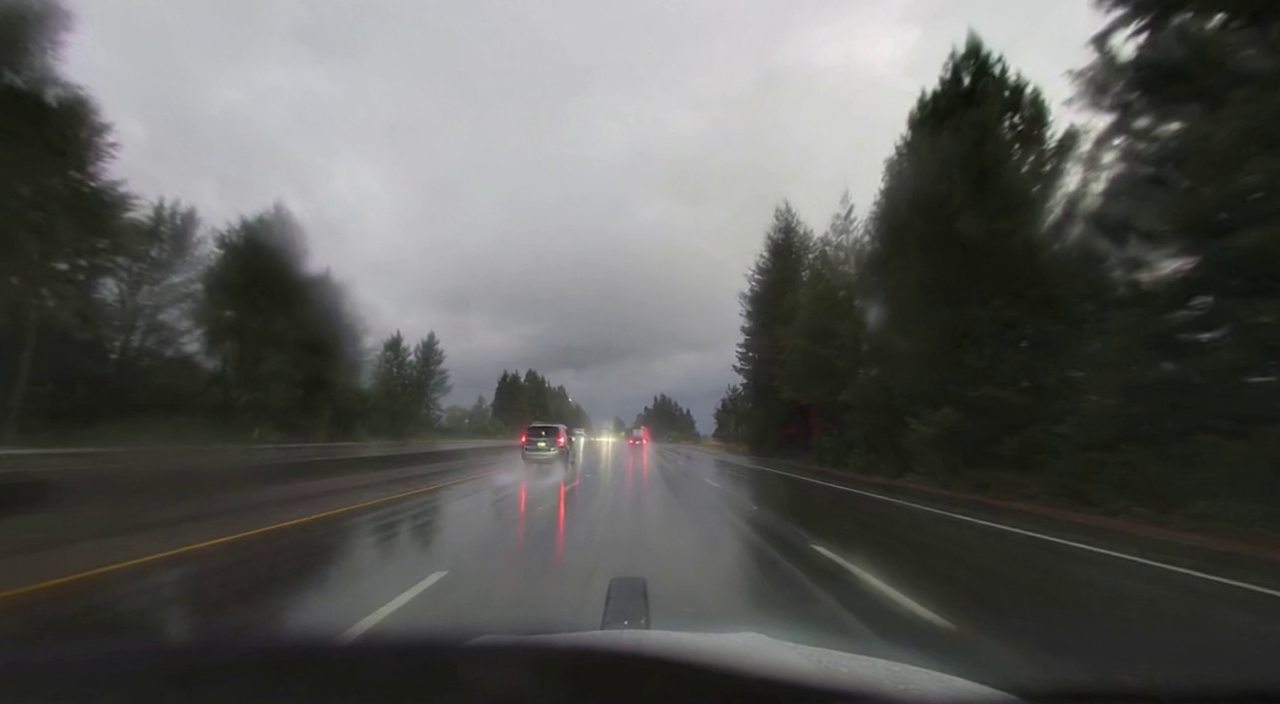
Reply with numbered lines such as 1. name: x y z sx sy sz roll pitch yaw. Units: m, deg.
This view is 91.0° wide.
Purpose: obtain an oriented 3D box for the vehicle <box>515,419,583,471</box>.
1. vehicle: -3.826 4.008 27.313 2.241 2.034 4.890 0 -8 0
